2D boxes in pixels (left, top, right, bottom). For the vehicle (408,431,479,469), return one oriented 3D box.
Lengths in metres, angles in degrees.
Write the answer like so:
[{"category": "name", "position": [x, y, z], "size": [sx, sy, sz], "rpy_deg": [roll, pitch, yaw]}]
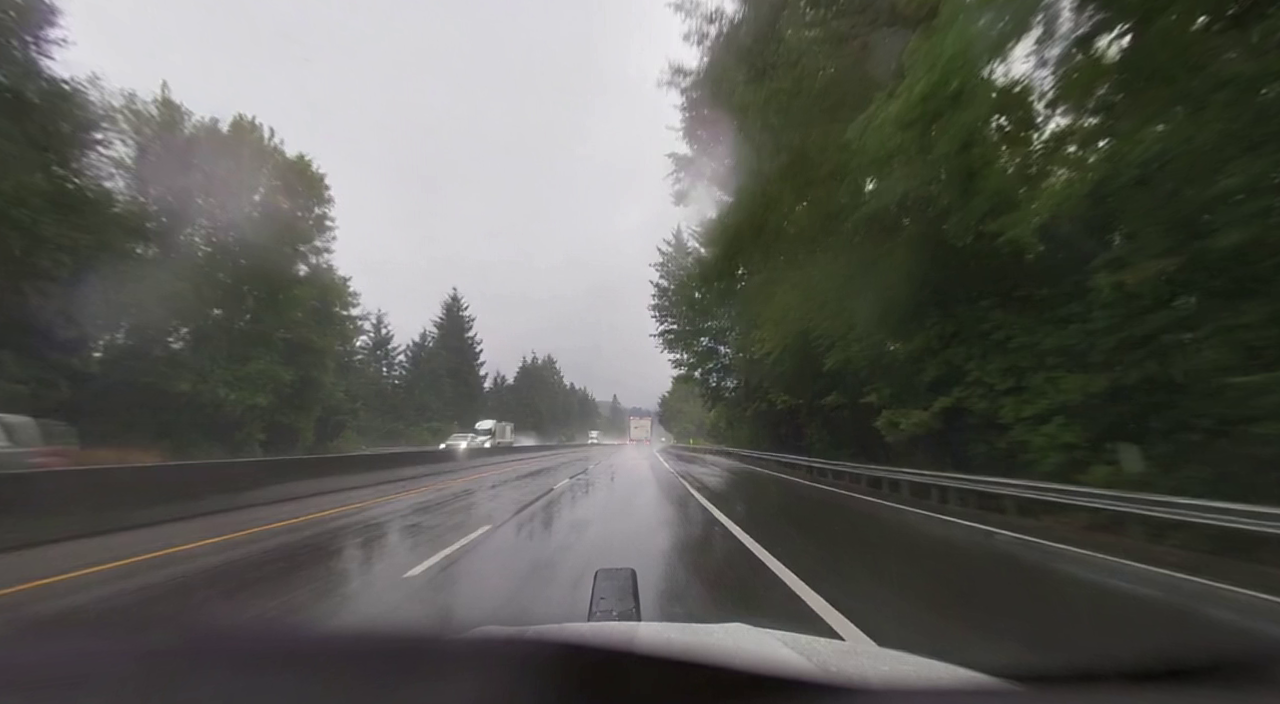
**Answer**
[{"category": "vehicle", "position": [-10.984, 5.507, 35.647], "size": [2.326, 1.919, 5.089], "rpy_deg": [-1, -8, 1]}]
